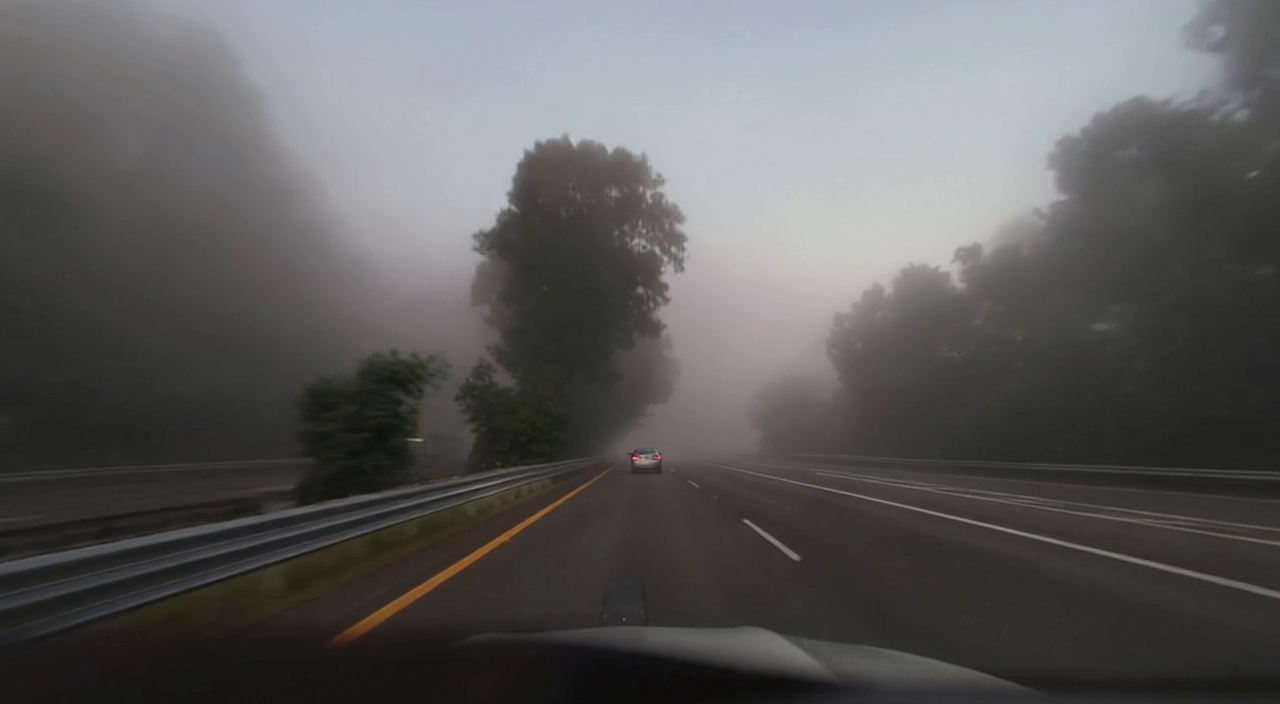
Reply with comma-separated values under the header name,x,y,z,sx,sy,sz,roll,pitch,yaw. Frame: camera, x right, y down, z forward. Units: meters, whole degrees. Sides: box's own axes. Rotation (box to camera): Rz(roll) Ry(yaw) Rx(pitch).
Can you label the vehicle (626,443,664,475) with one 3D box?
name,x,y,z,sx,sy,sz,roll,pitch,yaw
vehicle,0.233,5.814,34.396,1.987,1.658,3.620,0,-9,0
